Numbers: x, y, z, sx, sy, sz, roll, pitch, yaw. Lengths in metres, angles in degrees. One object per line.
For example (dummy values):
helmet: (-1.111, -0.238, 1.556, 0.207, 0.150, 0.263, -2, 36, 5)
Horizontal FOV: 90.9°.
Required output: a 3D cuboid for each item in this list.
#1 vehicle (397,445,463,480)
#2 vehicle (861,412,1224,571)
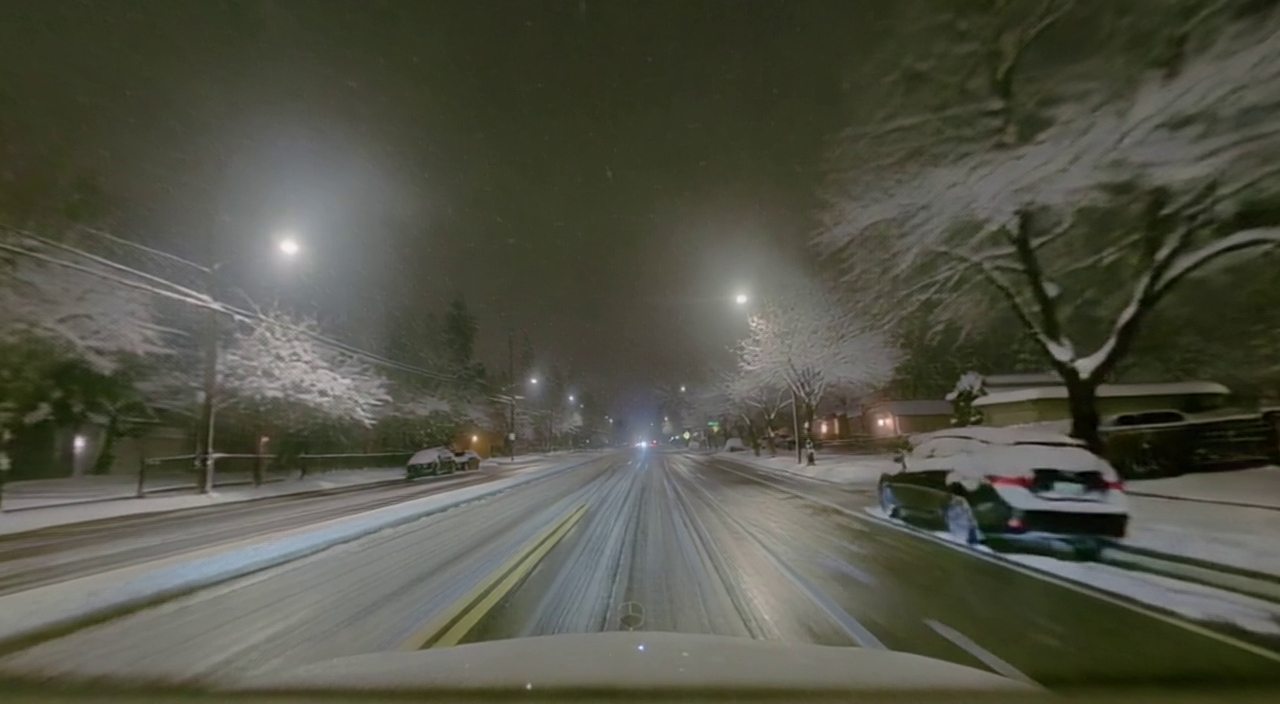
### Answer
vehicle: (-11.428, 6.007, 34.722, 2.023, 1.629, 4.822, -2, -7, 0)
vehicle: (5.169, 1.834, 9.164, 2.104, 1.687, 4.636, 0, -8, -1)
